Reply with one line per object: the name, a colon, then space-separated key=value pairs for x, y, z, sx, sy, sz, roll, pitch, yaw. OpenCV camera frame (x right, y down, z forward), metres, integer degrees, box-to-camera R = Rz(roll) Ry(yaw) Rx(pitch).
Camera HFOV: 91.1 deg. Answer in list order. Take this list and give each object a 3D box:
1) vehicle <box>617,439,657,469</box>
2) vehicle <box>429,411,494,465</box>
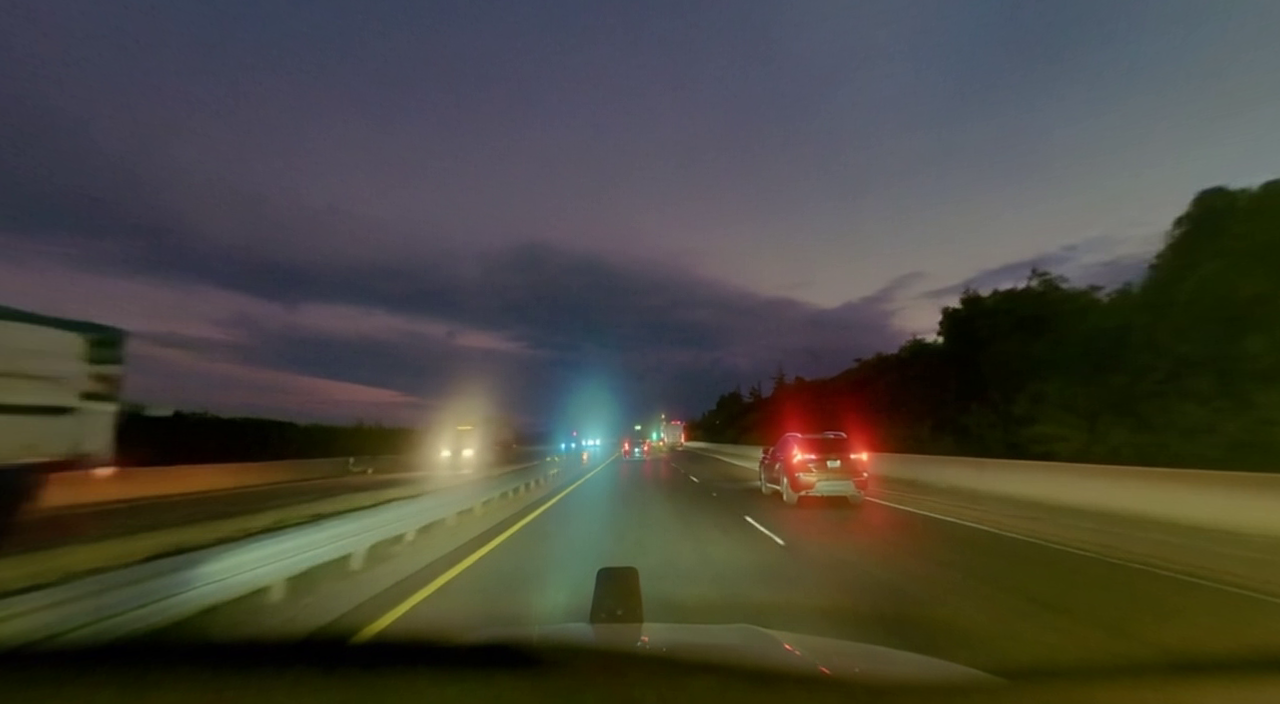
vehicle: x=-0.147 y=5.314 z=32.976 sx=2.004 sy=1.472 sz=4.075 roll=0 pitch=-8 yaw=0
vehicle: x=-12.804 y=6.274 z=45.492 sx=2.949 sy=3.613 sz=5.682 roll=0 pitch=-9 yaw=0
